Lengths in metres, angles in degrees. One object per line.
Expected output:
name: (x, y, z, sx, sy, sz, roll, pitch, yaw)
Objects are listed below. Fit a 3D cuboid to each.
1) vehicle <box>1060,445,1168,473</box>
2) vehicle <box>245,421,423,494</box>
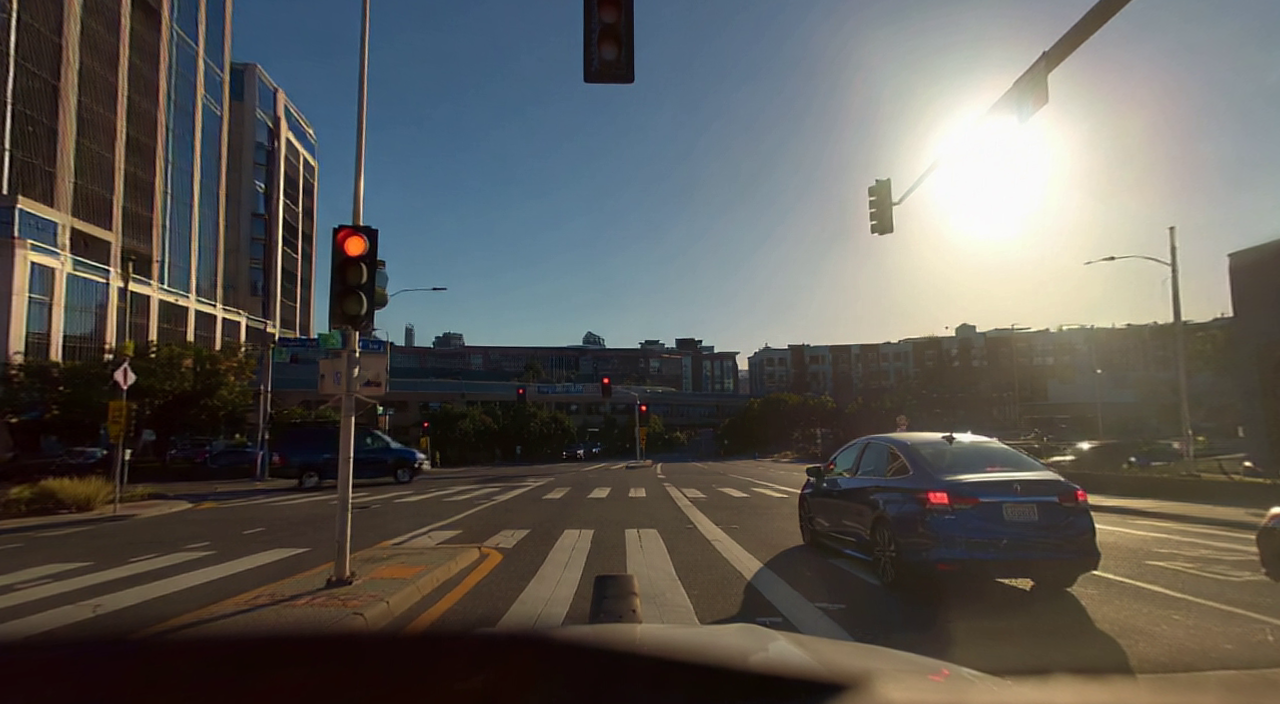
vehicle: (27.810, 6.270, 36.899, 4.736, 1.542, 1.966, 0, -9, -1)
vehicle: (-14.010, 4.874, 29.442, 7.088, 3.096, 2.678, 2, -9, -18)
